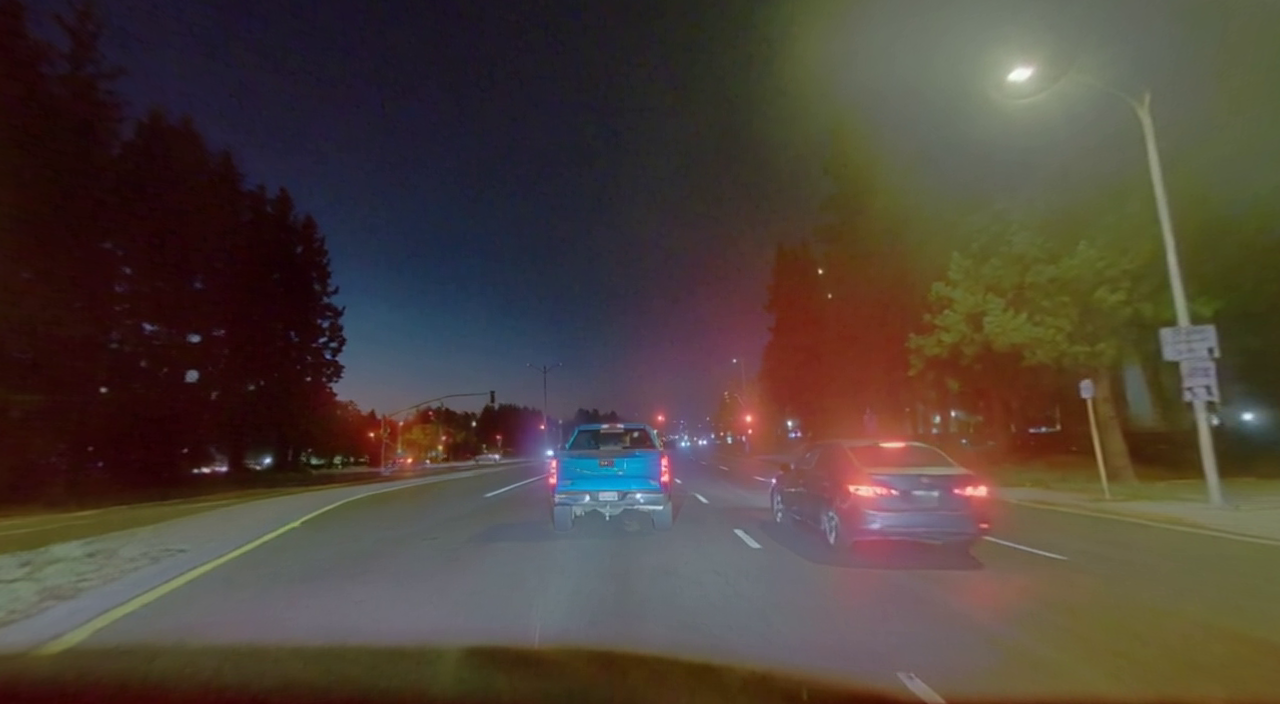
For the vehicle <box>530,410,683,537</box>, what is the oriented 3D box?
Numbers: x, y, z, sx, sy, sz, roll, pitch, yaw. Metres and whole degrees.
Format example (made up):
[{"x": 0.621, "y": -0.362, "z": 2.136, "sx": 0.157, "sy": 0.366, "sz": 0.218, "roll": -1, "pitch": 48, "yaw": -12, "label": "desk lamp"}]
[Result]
[{"x": -0.500, "y": 2.059, "z": 11.313, "sx": 2.145, "sy": 1.762, "sz": 4.731, "roll": 0, "pitch": -8, "yaw": -1, "label": "vehicle"}]

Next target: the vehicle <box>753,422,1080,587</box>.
[{"x": 2.942, "y": 1.729, "z": 8.070, "sx": 2.073, "sy": 1.484, "sz": 4.437, "roll": 0, "pitch": -8, "yaw": -1, "label": "vehicle"}]
